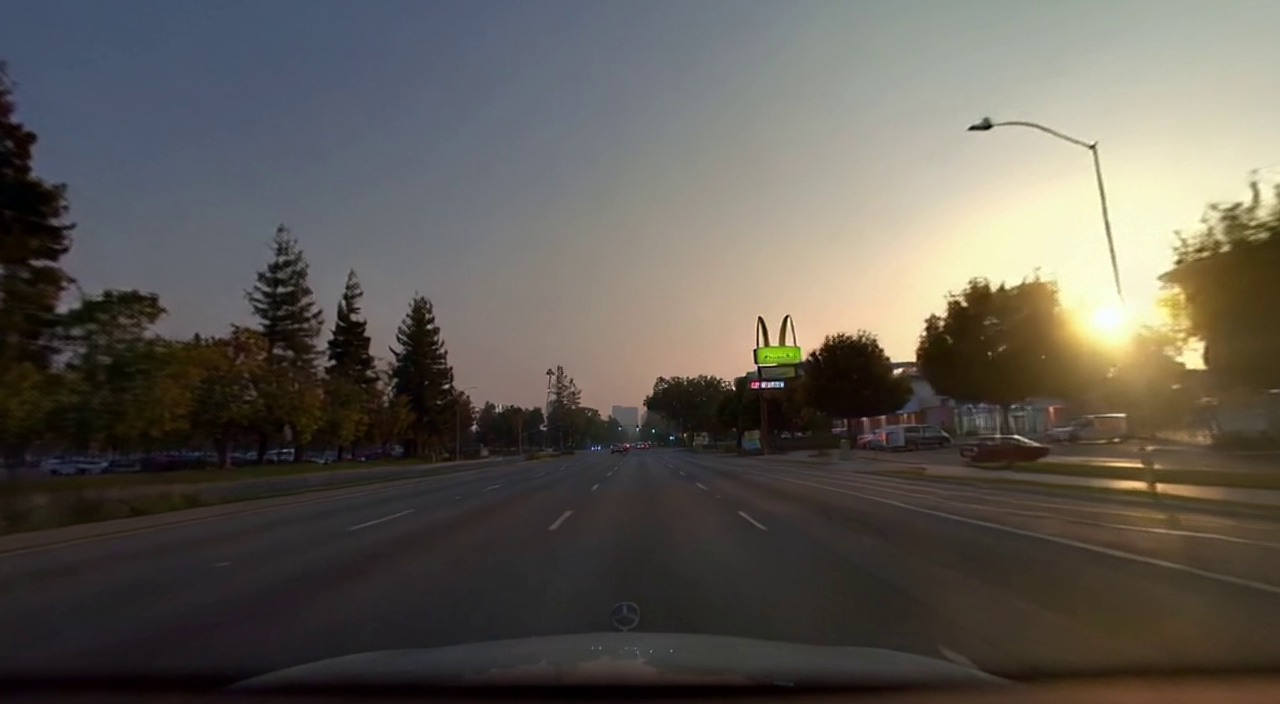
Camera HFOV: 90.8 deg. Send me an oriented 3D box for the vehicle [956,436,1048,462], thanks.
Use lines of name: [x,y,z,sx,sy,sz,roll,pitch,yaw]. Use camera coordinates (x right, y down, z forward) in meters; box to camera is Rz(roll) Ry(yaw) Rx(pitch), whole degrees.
vehicle: [22.250,5.952,38.913,4.373,1.532,2.071,0,-8,-1]
